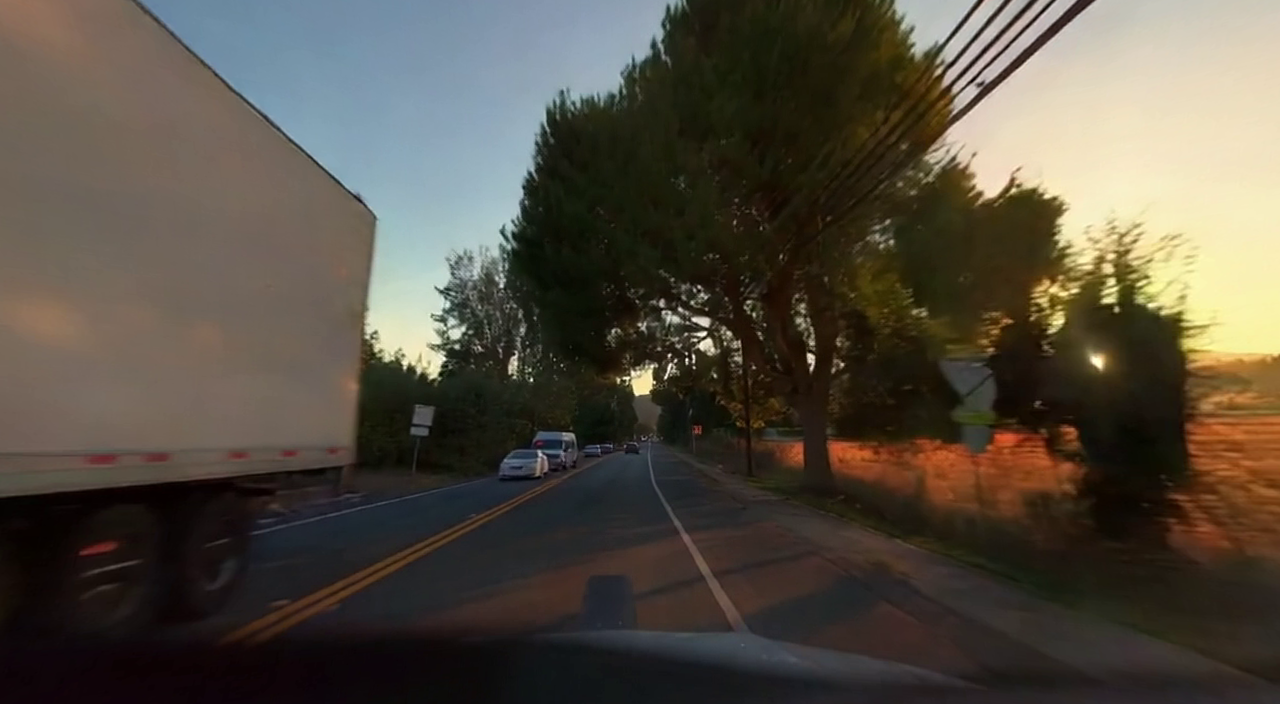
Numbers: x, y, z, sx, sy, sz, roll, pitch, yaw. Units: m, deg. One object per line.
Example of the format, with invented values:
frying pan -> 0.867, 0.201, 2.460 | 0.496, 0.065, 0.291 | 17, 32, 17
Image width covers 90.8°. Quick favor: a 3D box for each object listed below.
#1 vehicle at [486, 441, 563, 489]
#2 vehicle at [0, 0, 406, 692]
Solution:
vehicle -> -4.678, 4.621, 26.389 | 2.268, 1.661, 4.642 | -3, -8, 0
vehicle -> -5.039, -0.771, 0.718 | 3.452, 4.409, 16.846 | -2, -8, -1
